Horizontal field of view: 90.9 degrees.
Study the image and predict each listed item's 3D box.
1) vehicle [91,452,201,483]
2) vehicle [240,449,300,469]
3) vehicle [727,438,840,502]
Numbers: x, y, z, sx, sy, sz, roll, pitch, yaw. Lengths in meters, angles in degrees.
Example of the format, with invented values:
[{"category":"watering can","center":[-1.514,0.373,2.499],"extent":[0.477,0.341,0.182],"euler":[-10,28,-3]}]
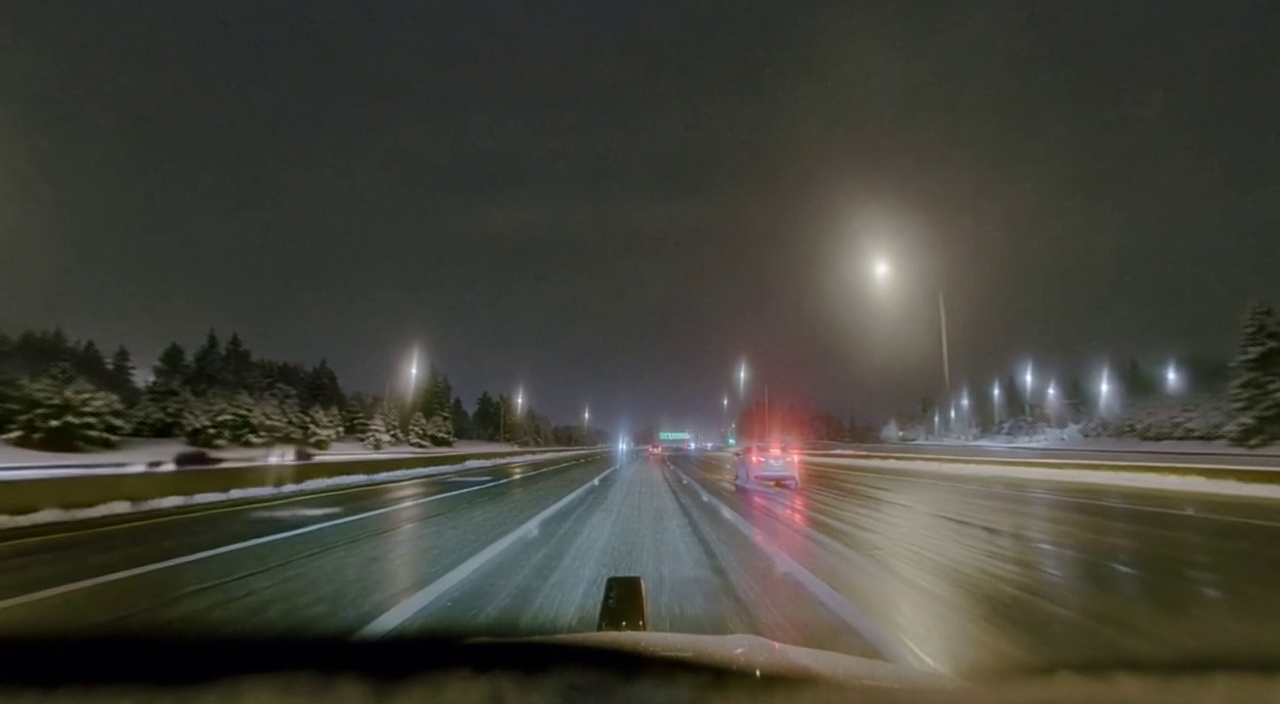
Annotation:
[{"category":"vehicle","center":[-25.639,5.995,33.002],"extent":[2.004,1.464,4.598],"euler":[0,-9,1]},{"category":"vehicle","center":[-28.829,8.338,49.313],"extent":[1.881,1.459,4.568],"euler":[-1,-8,2]},{"category":"vehicle","center":[3.728,3.166,17.351],"extent":[1.999,1.492,4.673],"euler":[0,-9,0]}]
